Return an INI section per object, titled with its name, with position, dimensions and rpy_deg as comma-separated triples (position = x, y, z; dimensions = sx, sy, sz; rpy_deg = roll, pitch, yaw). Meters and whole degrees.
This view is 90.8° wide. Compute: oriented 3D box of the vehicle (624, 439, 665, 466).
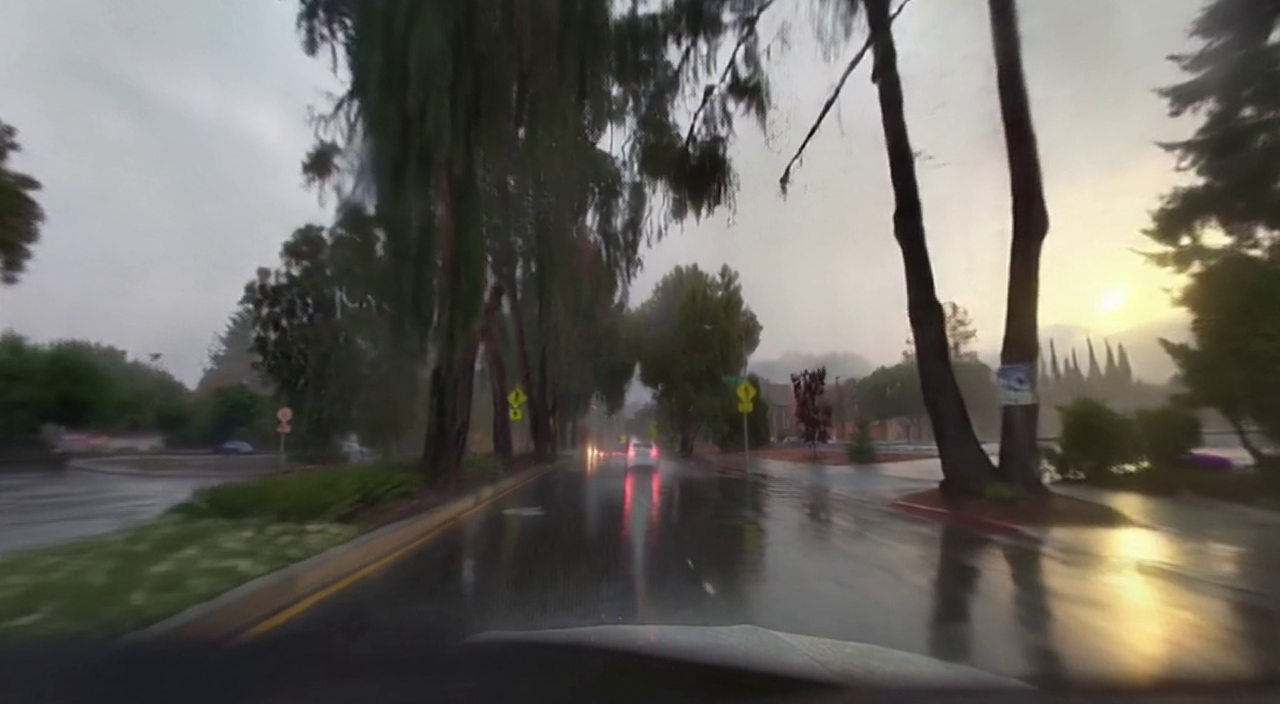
[vehicle]
position = 0.191, 6.052, 38.150
dimensions = 2.142, 1.501, 4.273
rpy_deg = 0, -8, -4
